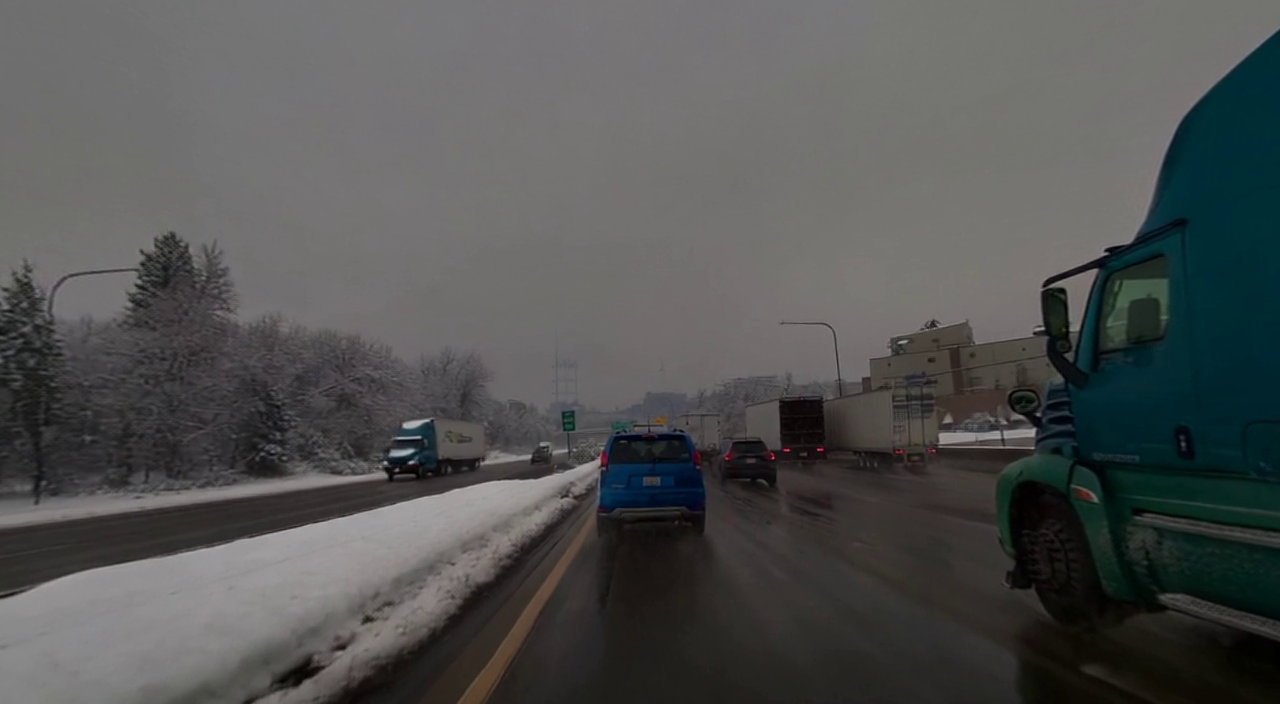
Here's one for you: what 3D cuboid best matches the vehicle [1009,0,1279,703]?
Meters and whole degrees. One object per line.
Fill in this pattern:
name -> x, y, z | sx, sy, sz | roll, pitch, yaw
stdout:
vehicle -> 4.256, -0.218, 1.448 | 2.987, 3.877, 5.881 | 0, -9, 0

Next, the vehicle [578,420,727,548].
vehicle -> 0.189, 2.013, 10.081 | 1.965, 1.664, 3.428 | -1, -9, 1

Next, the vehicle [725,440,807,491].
vehicle -> 4.101, 3.748, 21.017 | 1.859, 1.512, 3.711 | 0, -9, -1

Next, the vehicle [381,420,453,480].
vehicle -> -15.999, 7.064, 45.440 | 3.025, 3.994, 5.884 | 0, -9, -1

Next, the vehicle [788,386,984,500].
vehicle -> 8.211, 3.370, 23.080 | 2.799, 3.188, 10.578 | 0, -9, -1
